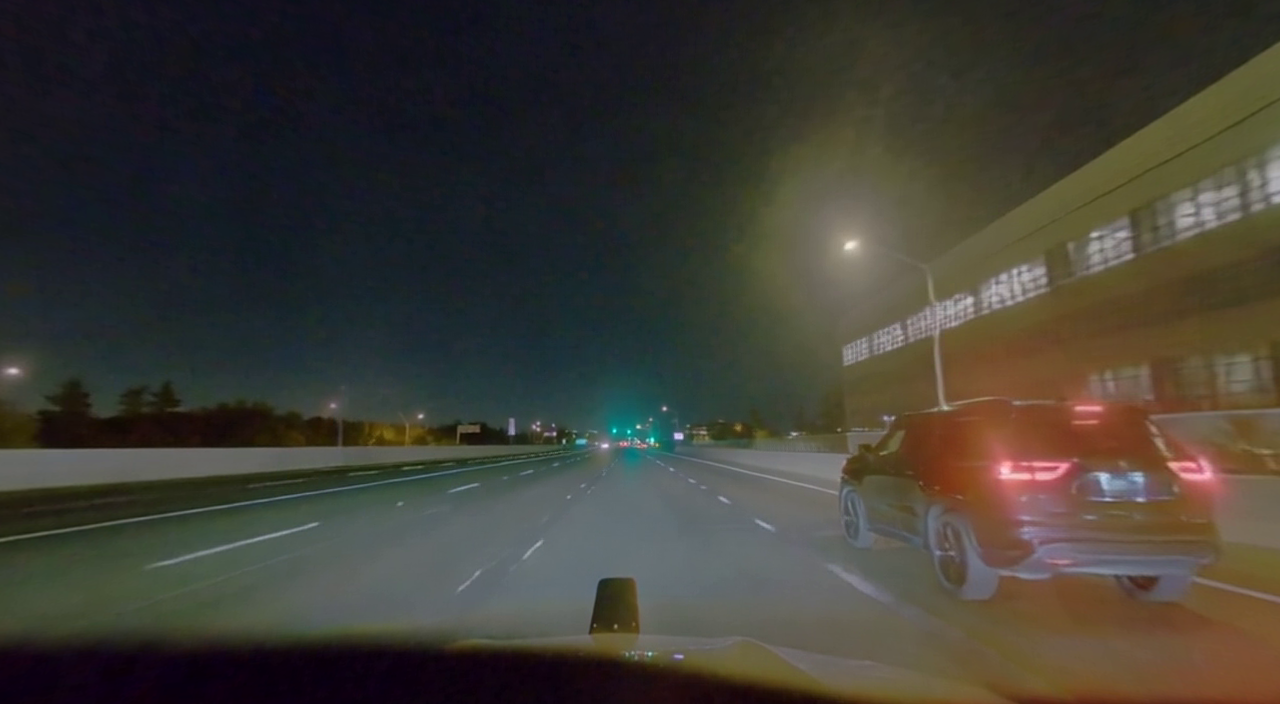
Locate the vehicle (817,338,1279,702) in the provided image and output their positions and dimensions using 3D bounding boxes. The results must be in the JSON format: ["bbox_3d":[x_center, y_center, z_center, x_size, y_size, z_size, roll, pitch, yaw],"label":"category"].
[{"bbox_3d":[3.481,1.176,5.655,2.212,1.753,5.064,0,-9,-1],"label":"vehicle"}]
